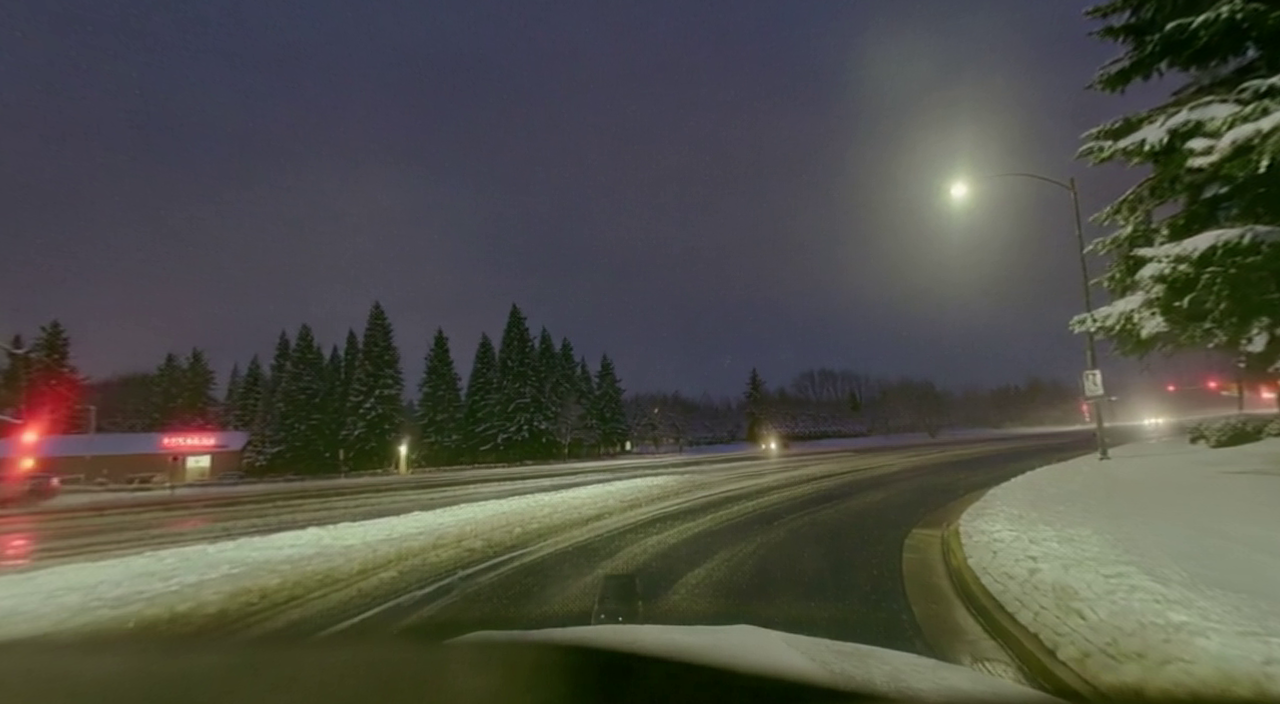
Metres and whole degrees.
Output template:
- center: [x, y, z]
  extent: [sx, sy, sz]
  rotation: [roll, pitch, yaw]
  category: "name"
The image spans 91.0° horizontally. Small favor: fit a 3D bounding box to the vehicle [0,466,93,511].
- center: [-22.606, 4.829, 22.220]
  extent: [1.811, 1.444, 4.527]
  rotation: [-7, -10, 36]
  category: "vehicle"
